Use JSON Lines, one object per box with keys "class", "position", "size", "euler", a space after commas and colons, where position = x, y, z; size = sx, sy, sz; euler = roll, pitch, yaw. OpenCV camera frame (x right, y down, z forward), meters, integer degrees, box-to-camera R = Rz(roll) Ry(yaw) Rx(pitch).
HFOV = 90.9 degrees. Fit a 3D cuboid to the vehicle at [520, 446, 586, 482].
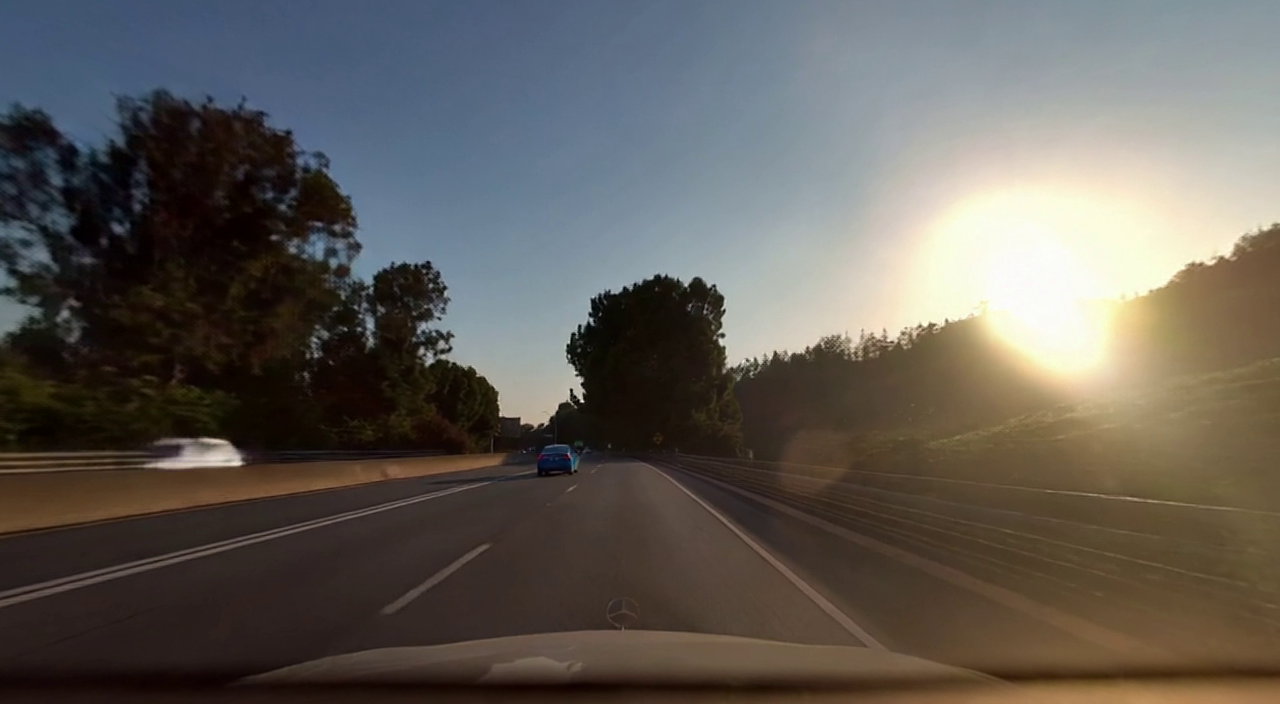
{"class": "vehicle", "position": [-3.646, 4.823, 27.303], "size": [2.126, 1.411, 4.433], "euler": [0, -9, 1]}
